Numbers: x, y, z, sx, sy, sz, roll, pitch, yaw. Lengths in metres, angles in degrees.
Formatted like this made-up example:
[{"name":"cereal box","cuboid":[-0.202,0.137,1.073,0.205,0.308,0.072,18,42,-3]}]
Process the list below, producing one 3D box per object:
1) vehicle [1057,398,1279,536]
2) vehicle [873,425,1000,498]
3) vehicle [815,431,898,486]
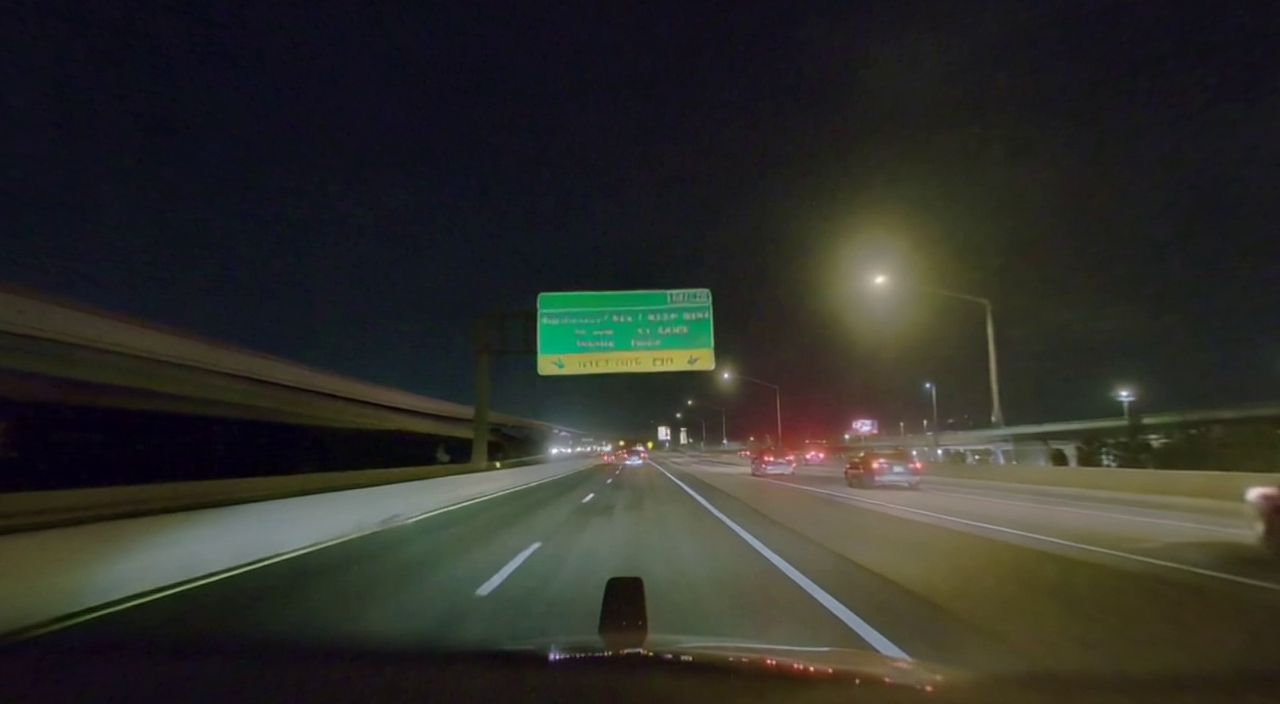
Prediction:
[{"name":"vehicle","cuboid":[18.895,3.818,21.589,2.619,3.750,9.673,0,-9,1]},{"name":"vehicle","cuboid":[16.295,6.066,35.618,2.791,3.573,9.032,0,-9,0]},{"name":"vehicle","cuboid":[16.022,7.936,47.487,2.704,3.716,9.364,0,-9,-1]}]
